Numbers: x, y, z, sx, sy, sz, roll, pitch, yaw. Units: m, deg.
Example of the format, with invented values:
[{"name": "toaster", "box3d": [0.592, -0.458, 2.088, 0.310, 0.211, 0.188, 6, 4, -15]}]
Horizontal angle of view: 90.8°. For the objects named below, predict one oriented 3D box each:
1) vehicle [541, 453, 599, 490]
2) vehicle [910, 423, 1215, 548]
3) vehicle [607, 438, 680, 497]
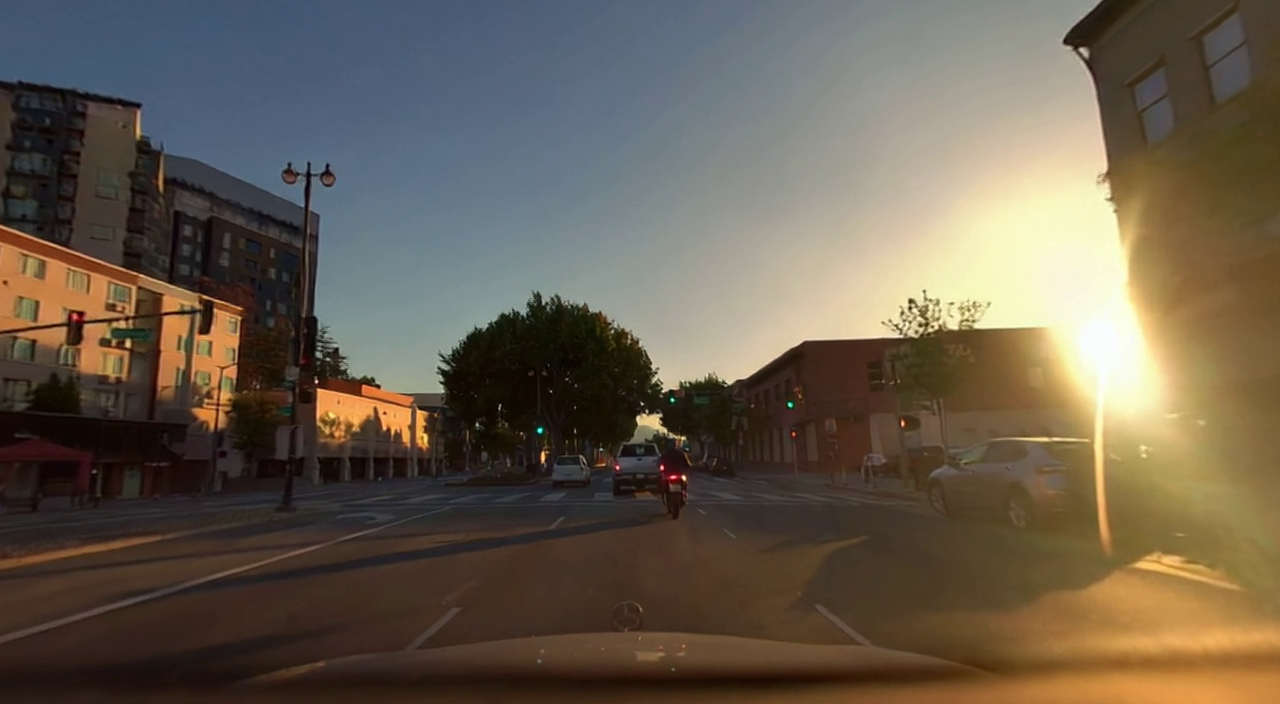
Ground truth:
[{"name": "vehicle", "box3d": [-2.964, 5.178, 27.736, 2.014, 1.470, 4.552, 0, -9, 0]}, {"name": "vehicle", "box3d": [7.167, 2.302, 11.641, 2.018, 1.772, 4.968, 0, -9, -2]}, {"name": "vehicle", "box3d": [0.073, 3.844, 21.467, 2.223, 1.775, 4.250, 0, -9, -1]}]
